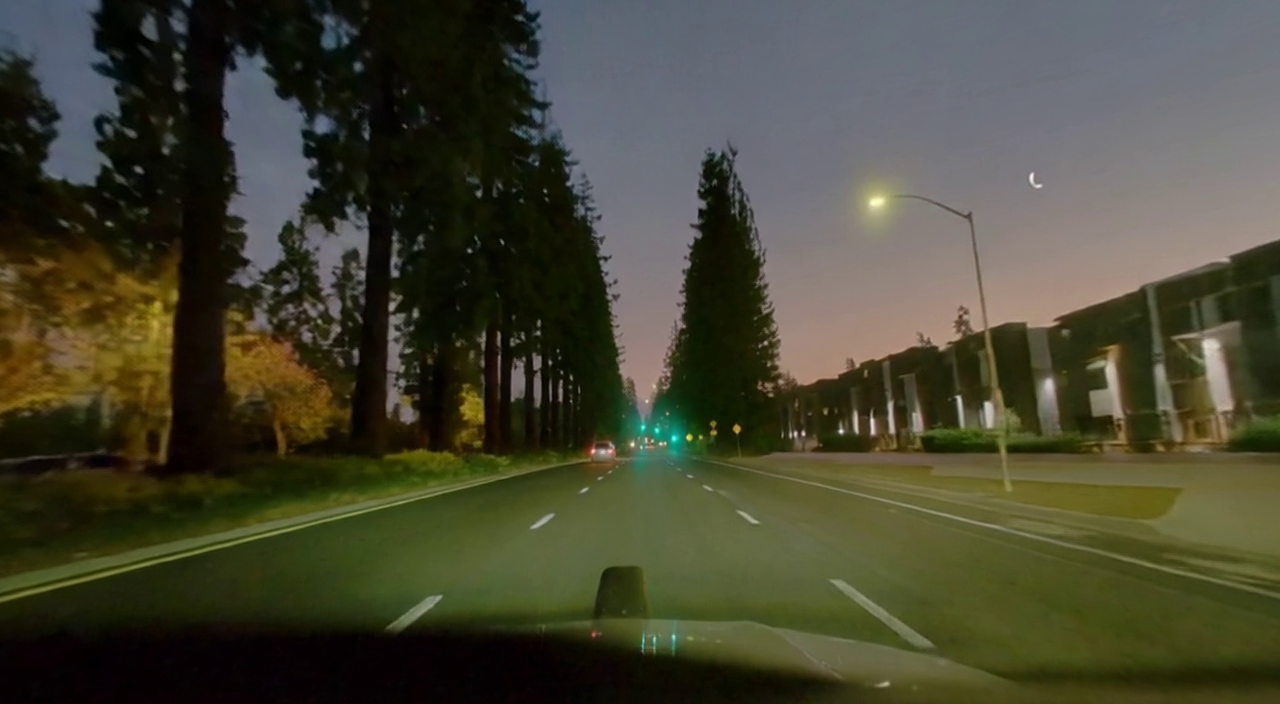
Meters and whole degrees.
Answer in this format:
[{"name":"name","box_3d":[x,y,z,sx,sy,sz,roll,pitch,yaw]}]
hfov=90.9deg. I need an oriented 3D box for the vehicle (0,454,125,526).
[{"name":"vehicle","box_3d":[-16.187,3.468,16.056,2.204,1.625,4.561,0,-8,0]}]
